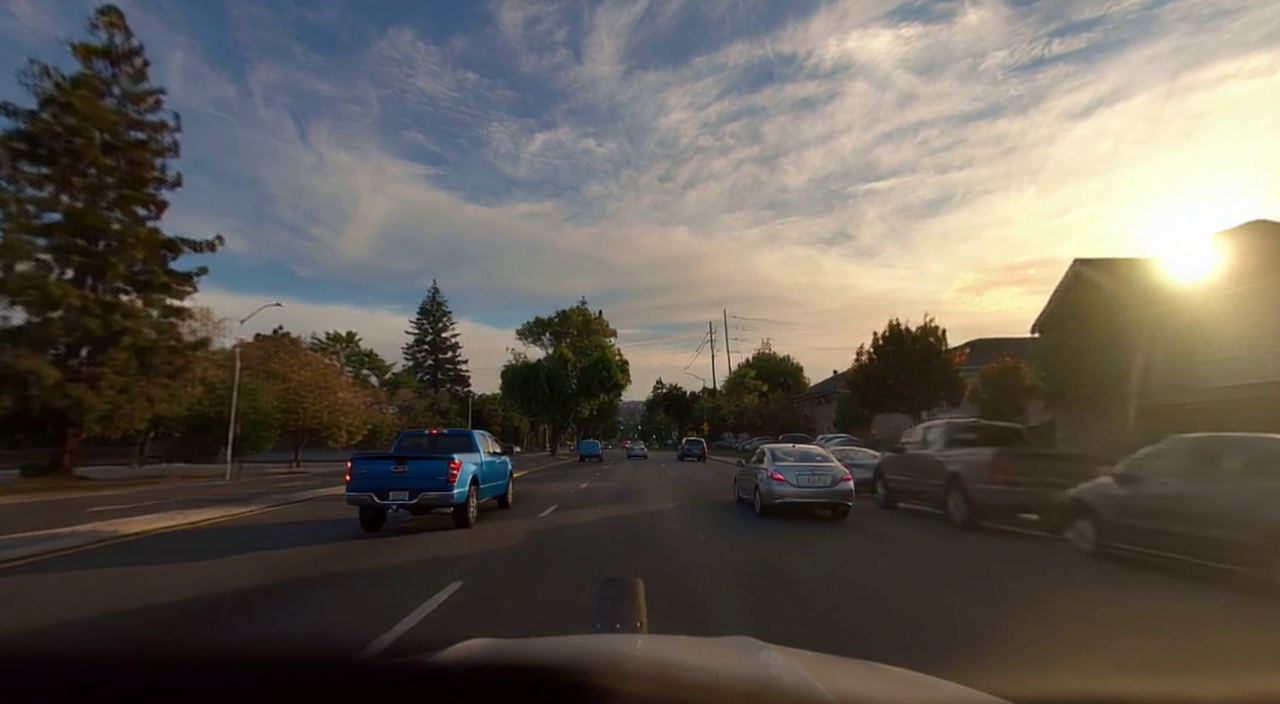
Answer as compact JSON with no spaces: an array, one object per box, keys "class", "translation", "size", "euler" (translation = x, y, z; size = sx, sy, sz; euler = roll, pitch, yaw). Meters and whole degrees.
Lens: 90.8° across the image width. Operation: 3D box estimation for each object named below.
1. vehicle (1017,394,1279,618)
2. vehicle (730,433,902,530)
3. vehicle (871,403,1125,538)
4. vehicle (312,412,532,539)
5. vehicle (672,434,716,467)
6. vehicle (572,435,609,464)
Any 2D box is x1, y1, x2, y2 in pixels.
[{"class":"vehicle","translation":[6.329,1.441,6.355],"size":[2.031,1.837,4.822],"euler":[0,-8,0]},{"class":"vehicle","translation":[2.992,2.289,11.789],"size":[1.884,1.463,4.195],"euler":[0,-8,-2]},{"class":"vehicle","translation":[6.314,2.144,12.034],"size":[2.012,2.032,4.728],"euler":[0,-8,0]},{"class":"vehicle","translation":[-3.490,2.109,11.478],"size":[2.111,1.745,5.274],"euler":[0,-8,0]},{"class":"vehicle","translation":[3.162,5.897,37.925],"size":[2.099,1.845,4.363],"euler":[0,-8,-2]},{"class":"vehicle","translation":[-3.385,6.777,44.021],"size":[2.218,1.829,4.492],"euler":[0,-8,0]}]
